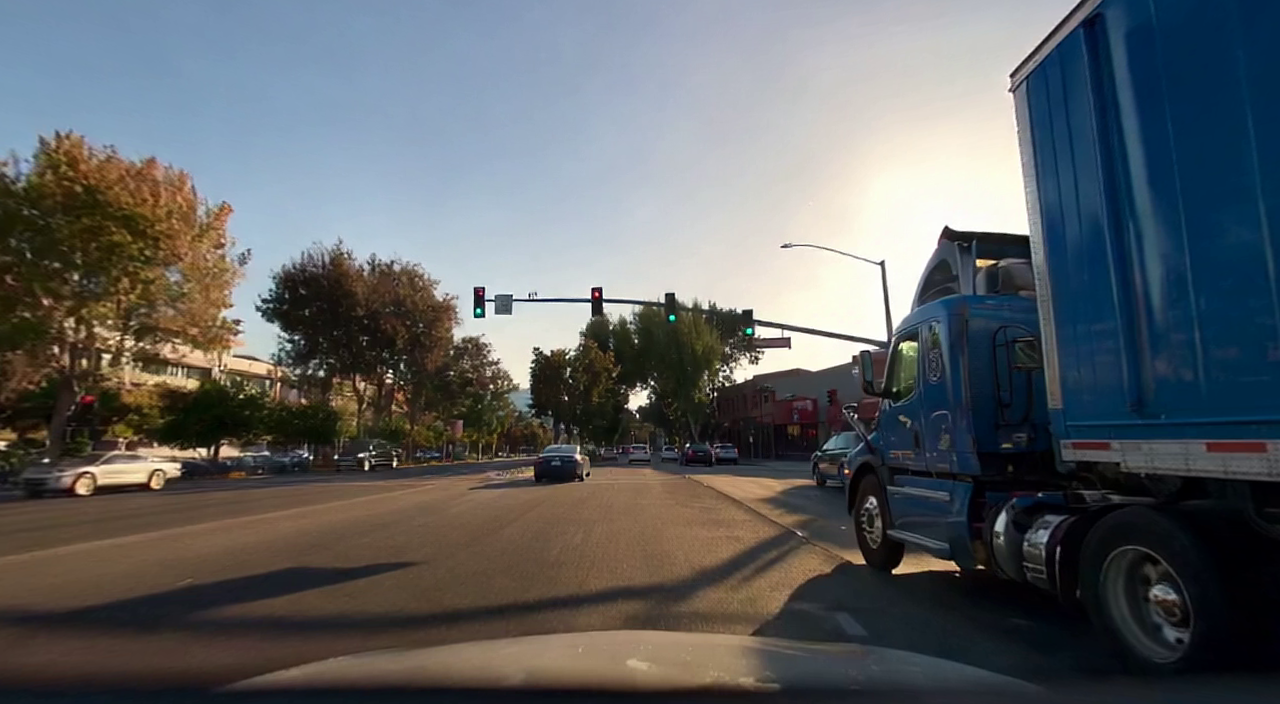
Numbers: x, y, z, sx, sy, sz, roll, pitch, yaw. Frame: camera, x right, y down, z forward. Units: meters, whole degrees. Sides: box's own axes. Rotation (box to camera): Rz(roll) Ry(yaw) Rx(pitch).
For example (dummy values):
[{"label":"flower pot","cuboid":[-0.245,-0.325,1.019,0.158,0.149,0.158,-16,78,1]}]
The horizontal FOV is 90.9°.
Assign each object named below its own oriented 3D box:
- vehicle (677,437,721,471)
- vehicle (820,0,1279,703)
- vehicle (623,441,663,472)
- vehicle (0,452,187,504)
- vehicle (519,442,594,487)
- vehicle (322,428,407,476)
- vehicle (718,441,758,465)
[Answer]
[{"label":"vehicle","cuboid":[3.558,6.275,38.966,2.196,1.908,4.412,0,-8,-1]},{"label":"vehicle","cuboid":[3.920,-0.003,4.187,3.006,3.679,8.506,0,-8,1]},{"label":"vehicle","cuboid":[0.144,6.219,37.763,2.276,1.704,3.925,0,-8,-1]},{"label":"vehicle","cuboid":[-18.353,4.182,21.475,1.875,1.465,5.291,0,-8,0]},{"label":"vehicle","cuboid":[-3.096,4.295,24.490,2.211,1.537,4.666,0,-8,1]},{"label":"vehicle","cuboid":[-18.258,6.689,42.362,2.473,2.894,7.075,0,-8,0]},{"label":"vehicle","cuboid":[7.560,7.848,49.177,2.174,1.793,5.061,0,-8,-1]}]
